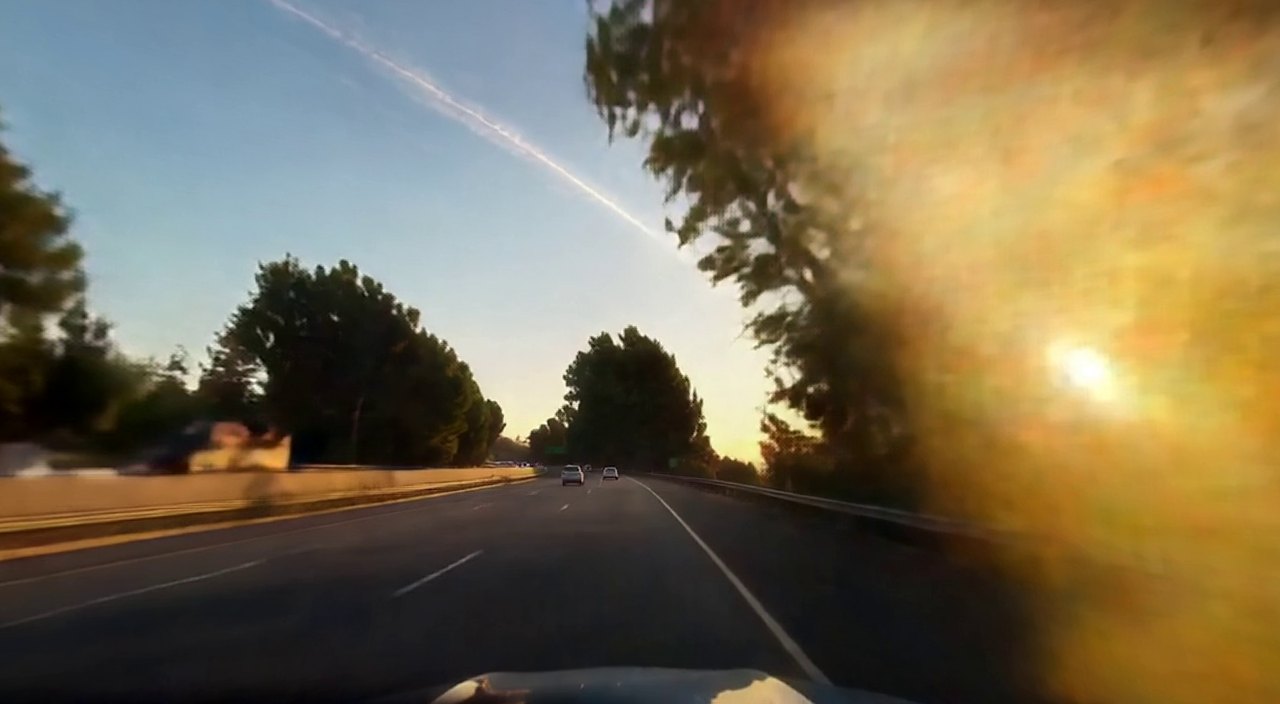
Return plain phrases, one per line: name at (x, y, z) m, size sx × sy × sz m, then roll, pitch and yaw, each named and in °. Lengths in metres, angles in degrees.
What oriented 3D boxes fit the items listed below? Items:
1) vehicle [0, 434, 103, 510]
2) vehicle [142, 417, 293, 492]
vehicle at (-13.932, 2.495, 13.177) m, size 1.805 × 1.522 × 3.979 m, roll 1°, pitch -11°, yaw 0°
vehicle at (-17.859, 4.490, 27.194) m, size 2.289 × 2.818 × 5.939 m, roll 1°, pitch -11°, yaw 0°
